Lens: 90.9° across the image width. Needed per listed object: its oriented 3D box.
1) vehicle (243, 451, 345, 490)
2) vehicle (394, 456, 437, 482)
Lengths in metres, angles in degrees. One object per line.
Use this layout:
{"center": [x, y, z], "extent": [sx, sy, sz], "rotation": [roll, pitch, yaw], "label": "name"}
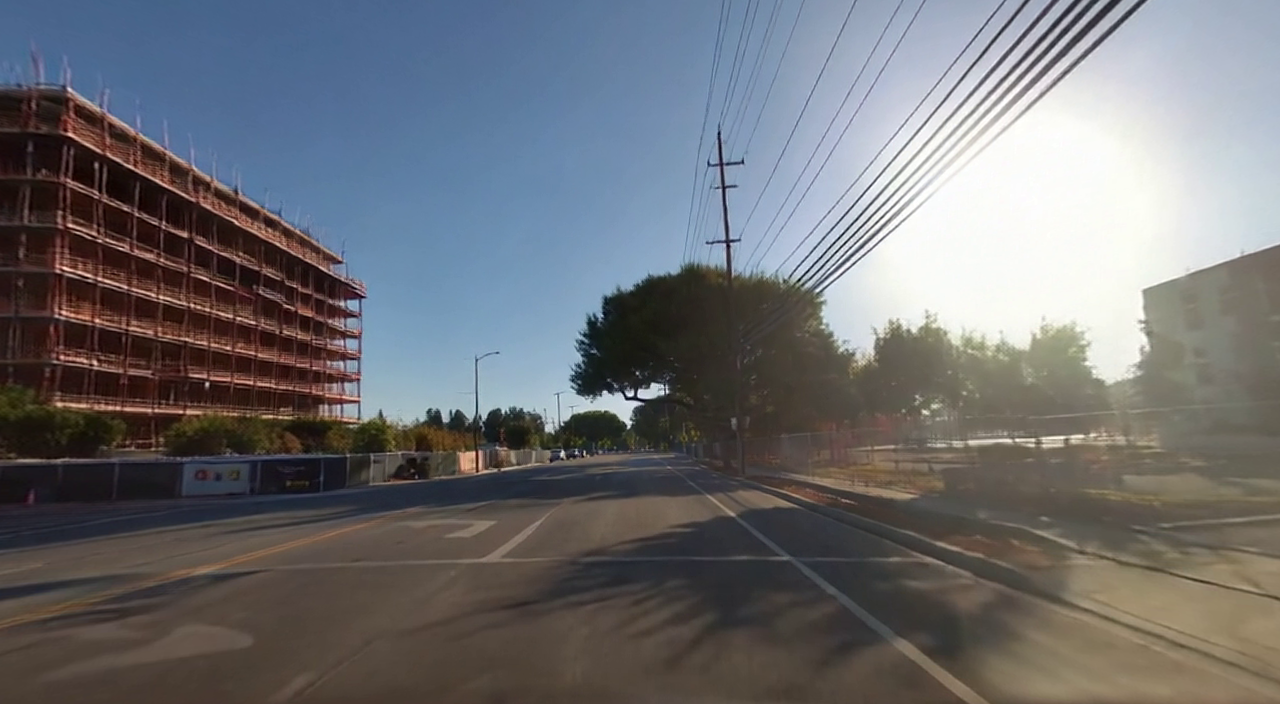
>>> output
{"center": [-20.224, 6.963, 37.018], "extent": [4.712, 1.927, 2.237], "rotation": [-3, -10, 0], "label": "vehicle"}
{"center": [-15.566, 8.059, 43.519], "extent": [2.002, 1.683, 4.664], "rotation": [5, -11, -28], "label": "vehicle"}
